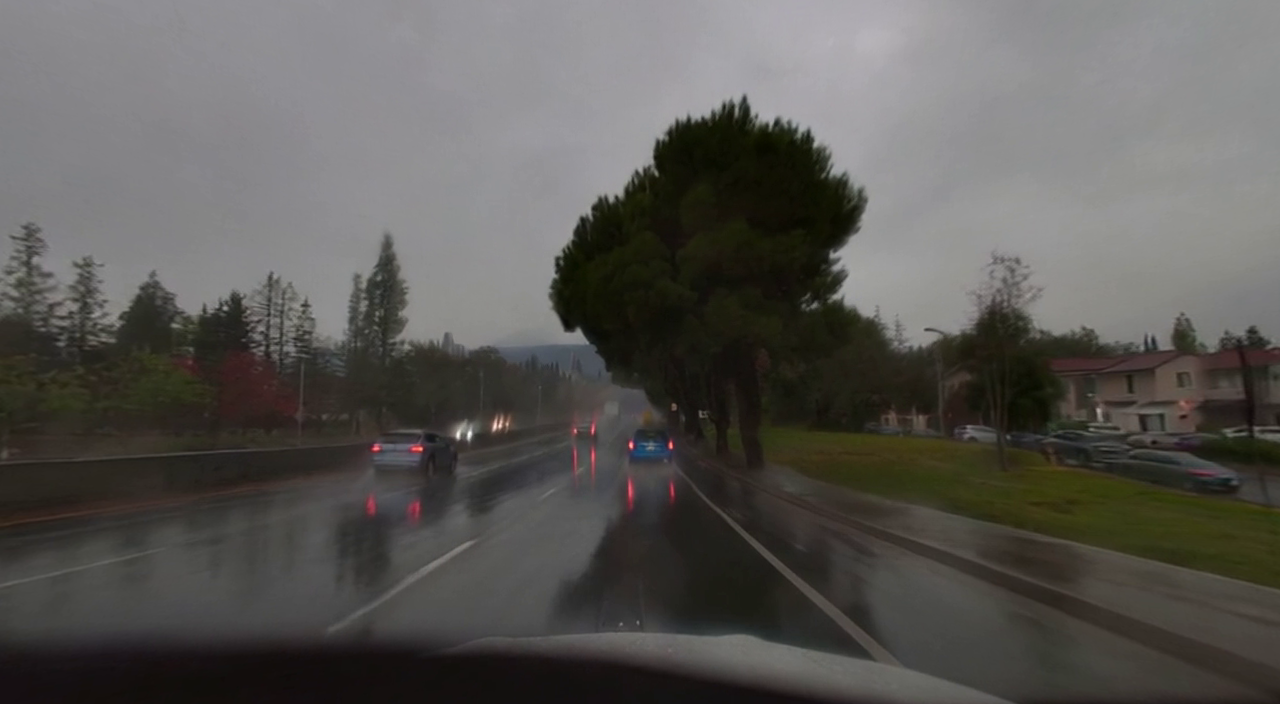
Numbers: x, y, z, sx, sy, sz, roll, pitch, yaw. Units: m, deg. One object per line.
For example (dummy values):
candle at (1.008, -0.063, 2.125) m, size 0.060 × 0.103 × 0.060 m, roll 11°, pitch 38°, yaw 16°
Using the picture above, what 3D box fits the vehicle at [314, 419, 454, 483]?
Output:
vehicle at (-7.441, 2.981, 19.043) m, size 1.997 × 1.650 × 5.090 m, roll 0°, pitch -9°, yaw 1°

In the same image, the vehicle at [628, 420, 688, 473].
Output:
vehicle at (0.642, 3.666, 24.451) m, size 2.125 × 1.830 × 4.370 m, roll 0°, pitch -9°, yaw 0°

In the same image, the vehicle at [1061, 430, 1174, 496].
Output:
vehicle at (18.305, 4.165, 24.480) m, size 1.849 × 1.958 × 4.453 m, roll 0°, pitch -3°, yaw 14°

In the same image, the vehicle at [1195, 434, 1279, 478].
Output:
vehicle at (29.477, 5.040, 30.981) m, size 2.059 × 1.942 × 4.496 m, roll -6°, pitch -9°, yaw 25°
